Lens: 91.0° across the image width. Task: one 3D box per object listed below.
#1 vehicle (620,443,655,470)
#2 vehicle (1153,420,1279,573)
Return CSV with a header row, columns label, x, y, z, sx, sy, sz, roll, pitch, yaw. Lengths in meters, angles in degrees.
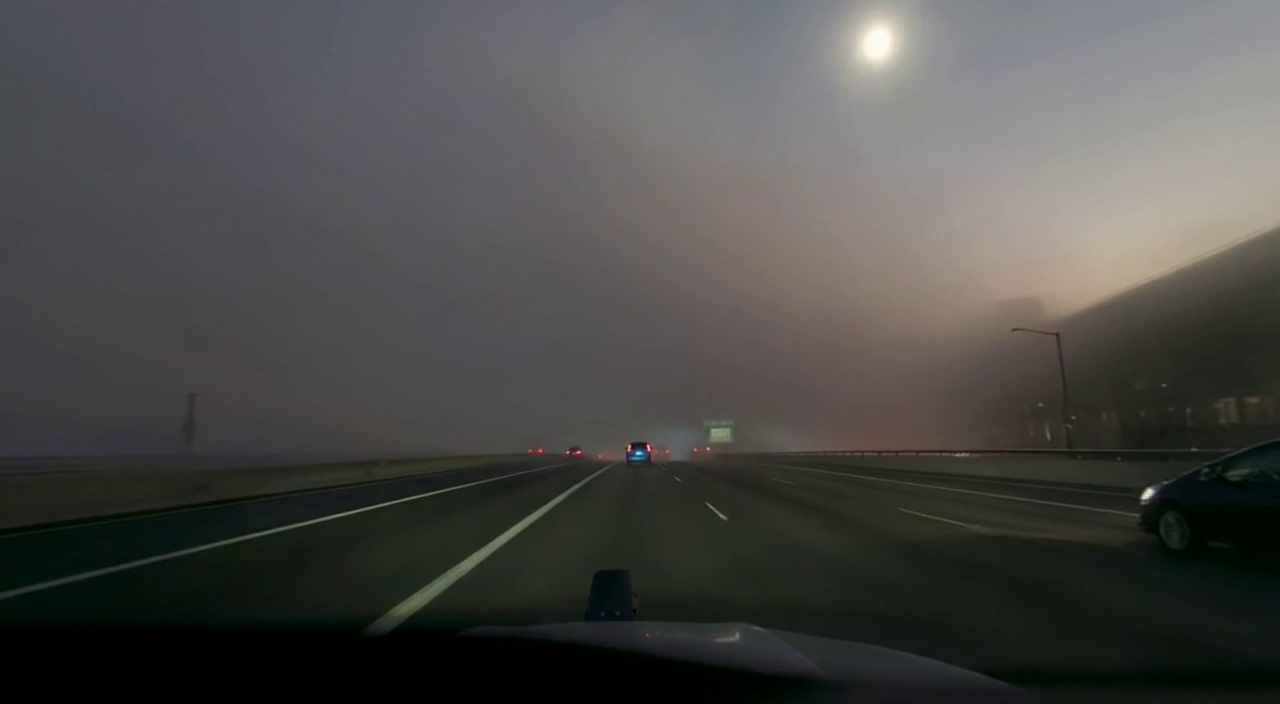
label,x,y,z,sx,sy,sz,roll,pitch,yaw
vehicle,-0.158,6.305,38.202,2.036,1.542,3.891,0,-8,0
vehicle,7.329,1.300,5.333,1.937,1.498,4.710,0,-8,-1
